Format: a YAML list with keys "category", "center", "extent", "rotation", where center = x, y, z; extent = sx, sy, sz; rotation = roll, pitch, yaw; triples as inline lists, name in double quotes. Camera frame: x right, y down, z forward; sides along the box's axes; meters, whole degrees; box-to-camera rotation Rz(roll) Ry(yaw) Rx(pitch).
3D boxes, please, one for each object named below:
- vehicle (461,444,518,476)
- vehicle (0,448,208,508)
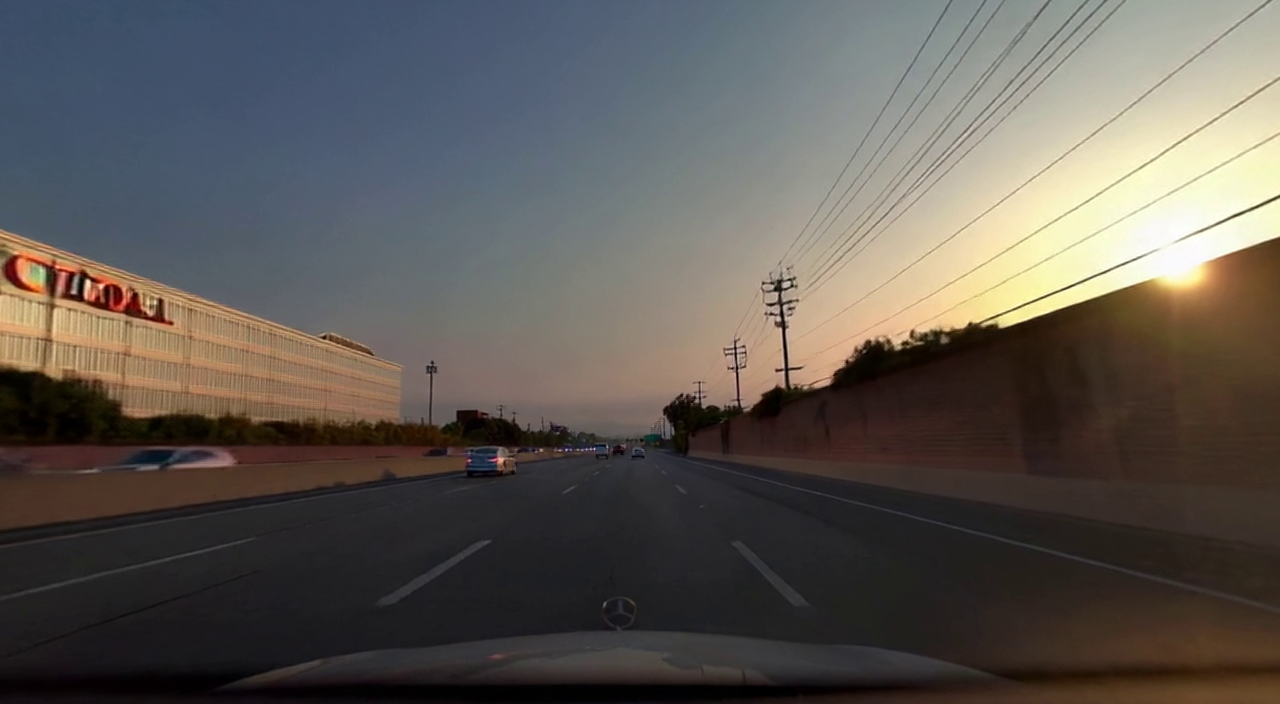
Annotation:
- category: "vehicle"
  center: [-7.868, 5.647, 33.406]
  extent: [2.013, 1.574, 3.923]
  rotation: [0, -8, 0]
- category: "vehicle"
  center: [-14.928, 3.487, 18.019]
  extent: [1.886, 1.455, 4.584]
  rotation: [0, -8, 1]
